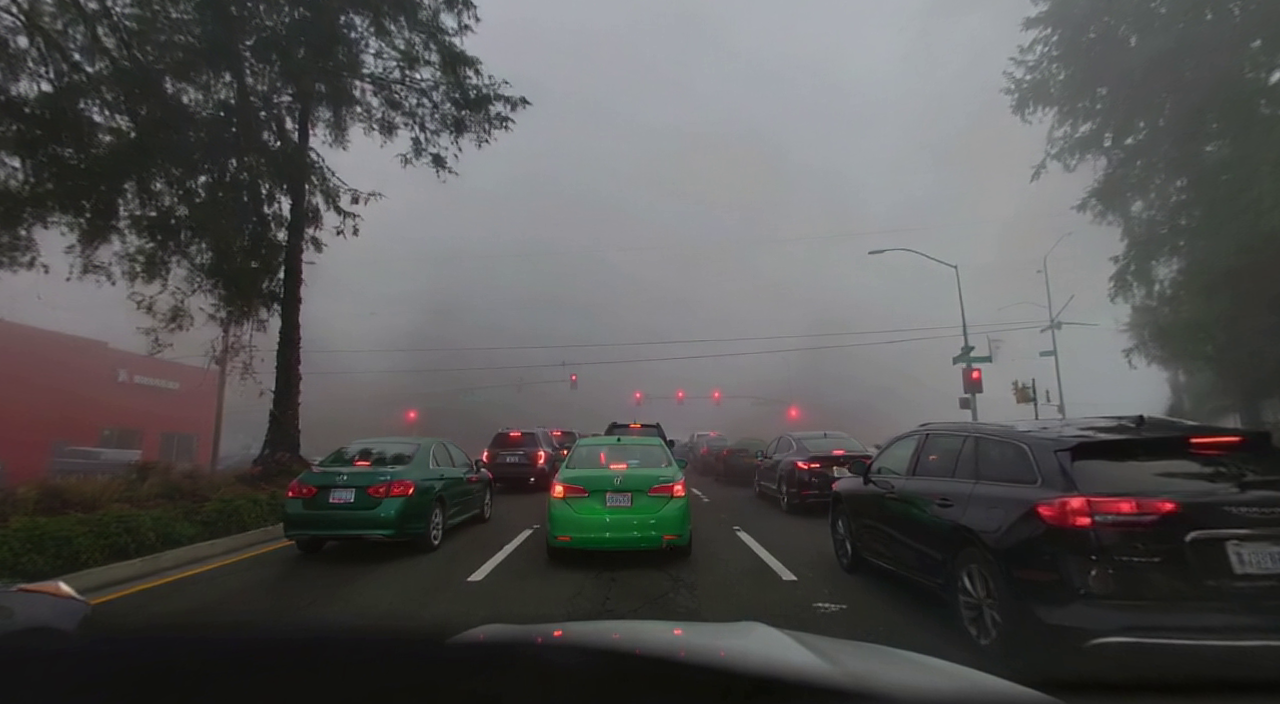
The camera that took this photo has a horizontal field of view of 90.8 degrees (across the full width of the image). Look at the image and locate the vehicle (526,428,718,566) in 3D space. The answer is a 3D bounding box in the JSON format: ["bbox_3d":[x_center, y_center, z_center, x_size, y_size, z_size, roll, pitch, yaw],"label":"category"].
[{"bbox_3d":[-0.201,1.838,8.722,2.041,1.450,3.847,0,-8,0],"label":"vehicle"}]

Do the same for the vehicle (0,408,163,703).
[{"bbox_3d":[-3.359,0.715,0.826,1.863,1.448,4.697,0,-8,-1],"label":"vehicle"}]

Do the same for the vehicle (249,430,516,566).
[{"bbox_3d":[-3.200,1.887,8.947,1.917,1.441,4.128,-1,-8,2],"label":"vehicle"}]

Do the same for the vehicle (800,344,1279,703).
[{"bbox_3d":[3.001,1.151,4.853,2.196,1.676,4.865,0,-8,-1],"label":"vehicle"}]

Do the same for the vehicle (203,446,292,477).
[{"bbox_3d":[-20.311,5.659,32.941,2.075,1.445,4.597,1,-8,-6],"label":"vehicle"}]
